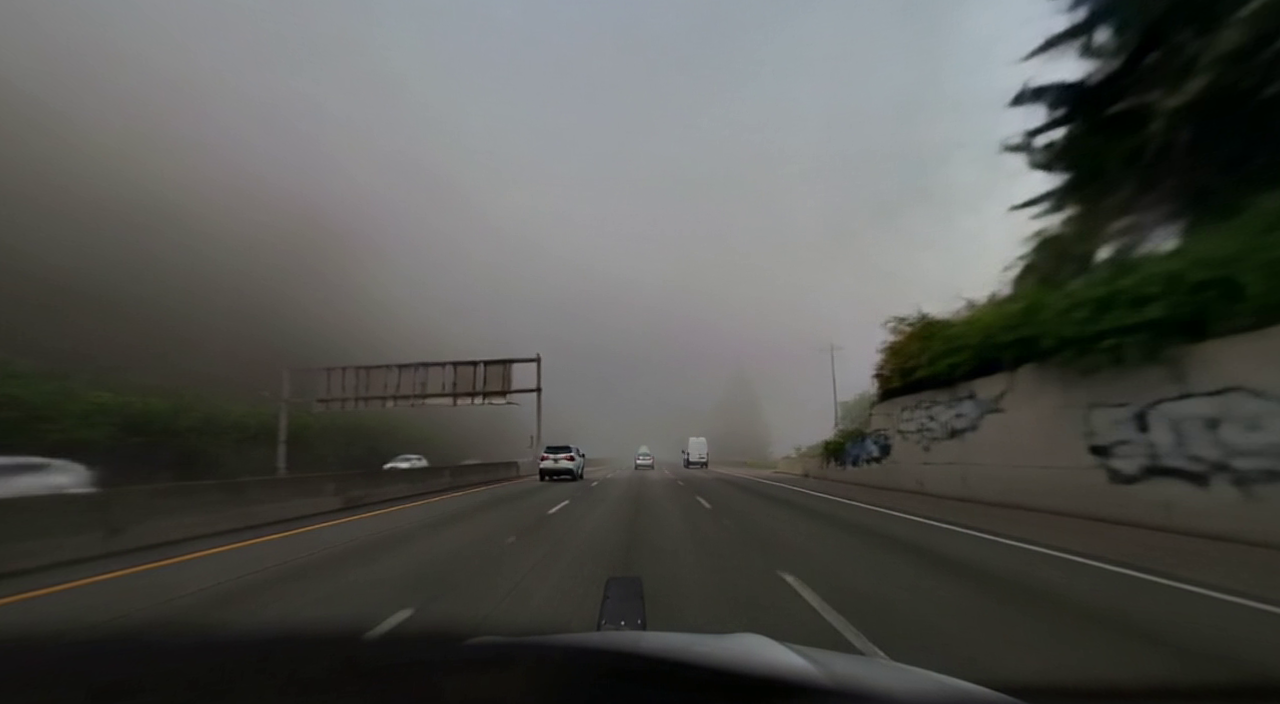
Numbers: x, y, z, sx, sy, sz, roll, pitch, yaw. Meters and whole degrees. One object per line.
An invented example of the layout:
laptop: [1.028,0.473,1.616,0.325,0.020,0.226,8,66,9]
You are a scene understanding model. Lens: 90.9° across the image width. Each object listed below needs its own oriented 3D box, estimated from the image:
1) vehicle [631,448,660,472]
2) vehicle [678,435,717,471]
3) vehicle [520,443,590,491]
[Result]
vehicle: [0.411,7.892,46.334,2.108,1.663,3.159,0,-9,1]
vehicle: [4.410,7.896,49.216,2.469,2.591,5.653,0,-9,0]
vehicle: [-3.127,4.354,24.174,1.964,1.618,4.489,0,-9,1]
